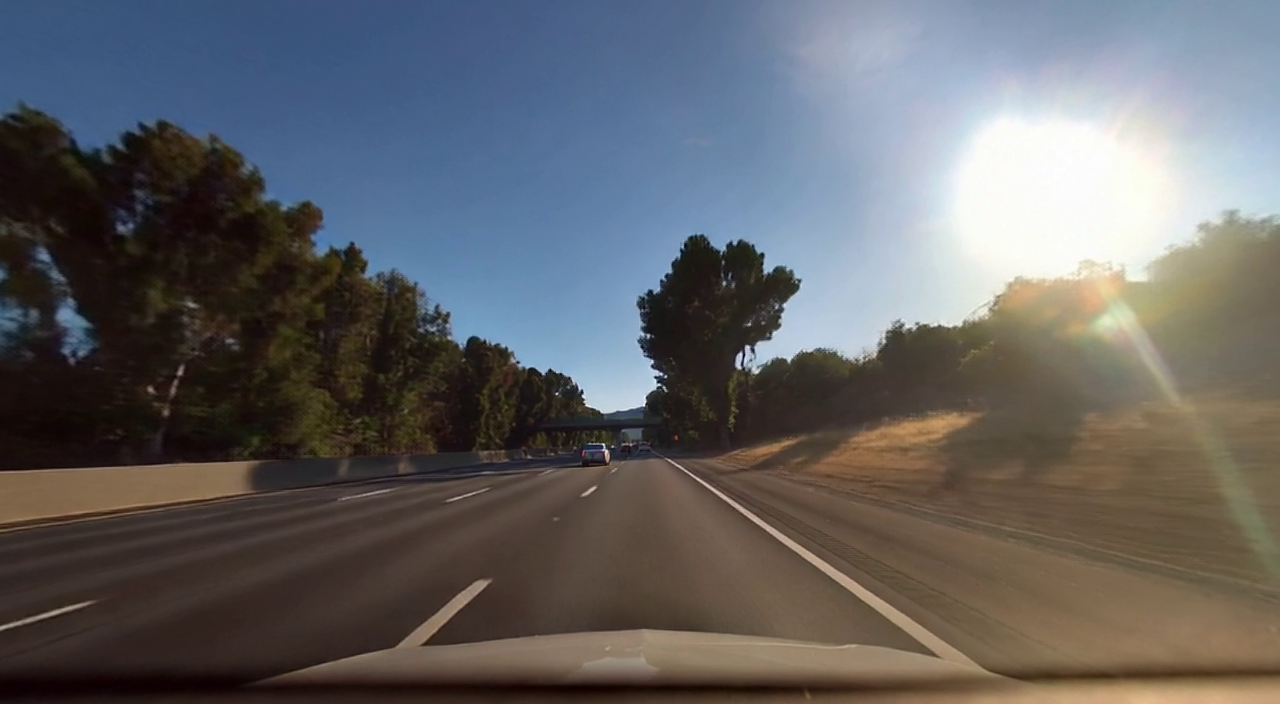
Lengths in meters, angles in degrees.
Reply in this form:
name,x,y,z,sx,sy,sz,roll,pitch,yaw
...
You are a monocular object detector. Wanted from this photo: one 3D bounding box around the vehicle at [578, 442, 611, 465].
name,x,y,z,sx,sy,sz,roll,pitch,yaw
vehicle,-3.167,7.176,44.787,1.993,1.589,3.898,0,-8,1
